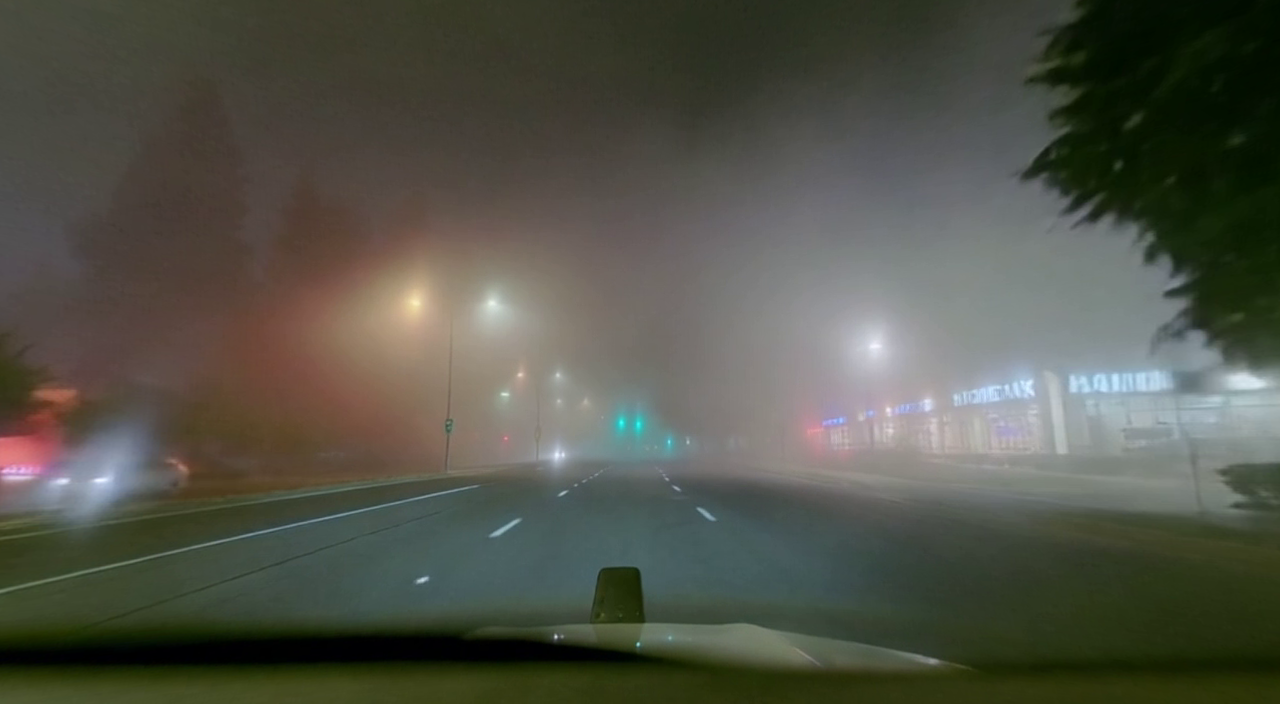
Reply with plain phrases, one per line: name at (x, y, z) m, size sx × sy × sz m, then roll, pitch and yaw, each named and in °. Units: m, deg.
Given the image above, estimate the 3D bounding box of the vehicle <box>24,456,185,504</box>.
vehicle at (-19.738, 4.704, 23.569) m, size 1.884 × 1.479 × 4.740 m, roll 0°, pitch -9°, yaw 0°
